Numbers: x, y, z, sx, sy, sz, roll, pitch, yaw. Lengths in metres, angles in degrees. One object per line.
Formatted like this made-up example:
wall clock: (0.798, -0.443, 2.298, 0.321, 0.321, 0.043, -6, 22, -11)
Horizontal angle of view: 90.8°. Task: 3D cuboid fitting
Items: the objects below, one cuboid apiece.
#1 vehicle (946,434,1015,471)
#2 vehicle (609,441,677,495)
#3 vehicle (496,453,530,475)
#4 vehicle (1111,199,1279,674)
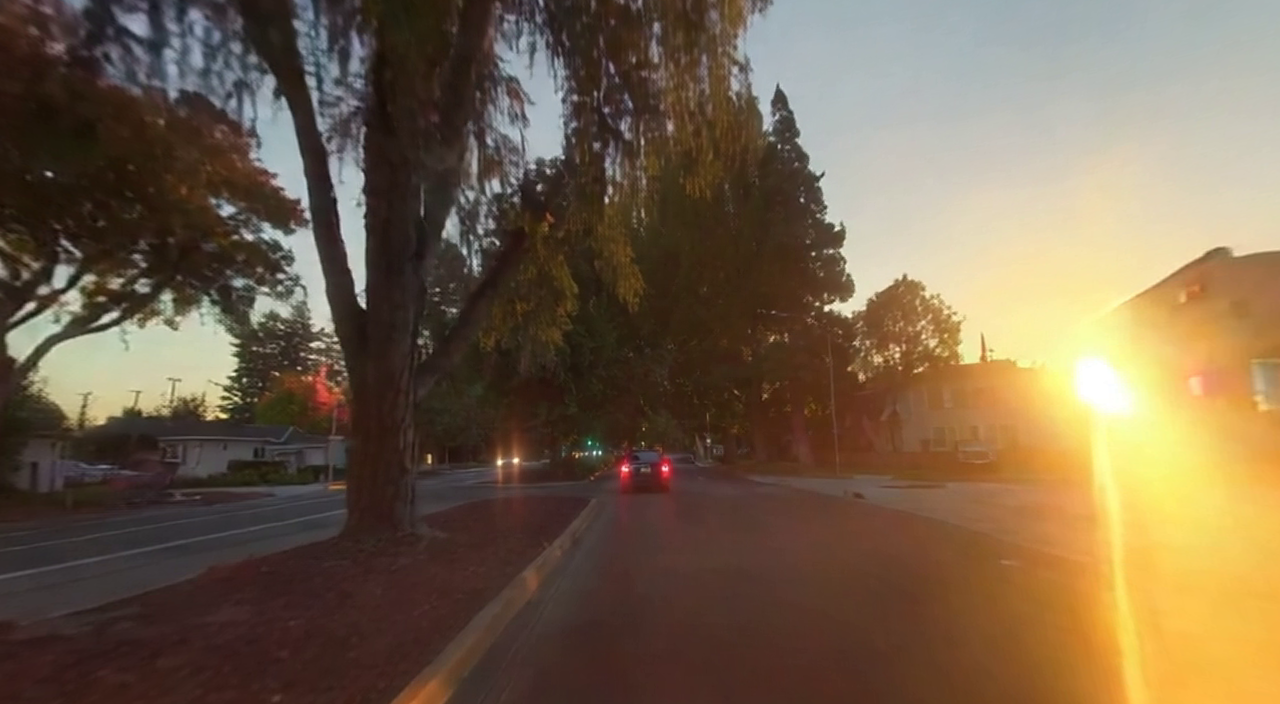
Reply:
vehicle: (17.976, 5.278, 33.236, 2.128, 1.771, 4.721, -7, -12, 39)
vehicle: (0.115, 3.848, 21.301, 2.106, 1.655, 3.717, 0, -9, 1)
vehicle: (-9.542, 8.435, 47.604, 1.861, 1.516, 3.752, 0, -9, -2)
vehicle: (5.247, 0.546, 3.640, 2.654, 2.824, 5.794, -6, -11, 24)
